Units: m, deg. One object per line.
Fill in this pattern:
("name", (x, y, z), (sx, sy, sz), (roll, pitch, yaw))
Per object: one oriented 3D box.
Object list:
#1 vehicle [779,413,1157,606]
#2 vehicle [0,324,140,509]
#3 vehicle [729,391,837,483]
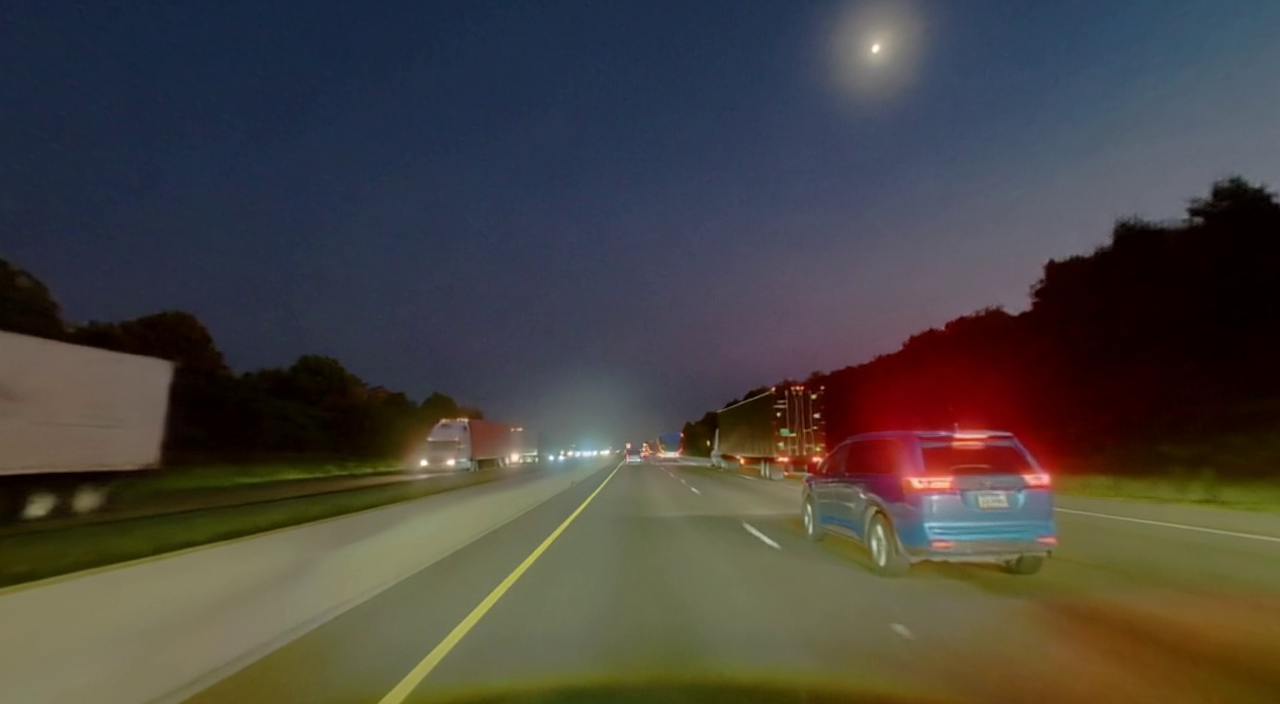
("vehicle", (3.360, 1.715, 7.812), (2.130, 1.658, 4.537), (0, -9, -1))
("vehicle", (-15.526, 0.870, 10.333), (2.901, 4.036, 14.483), (0, -9, 0))
("vehicle", (7.378, 4.842, 35.220), (2.882, 4.109, 13.567), (0, -9, 0))
